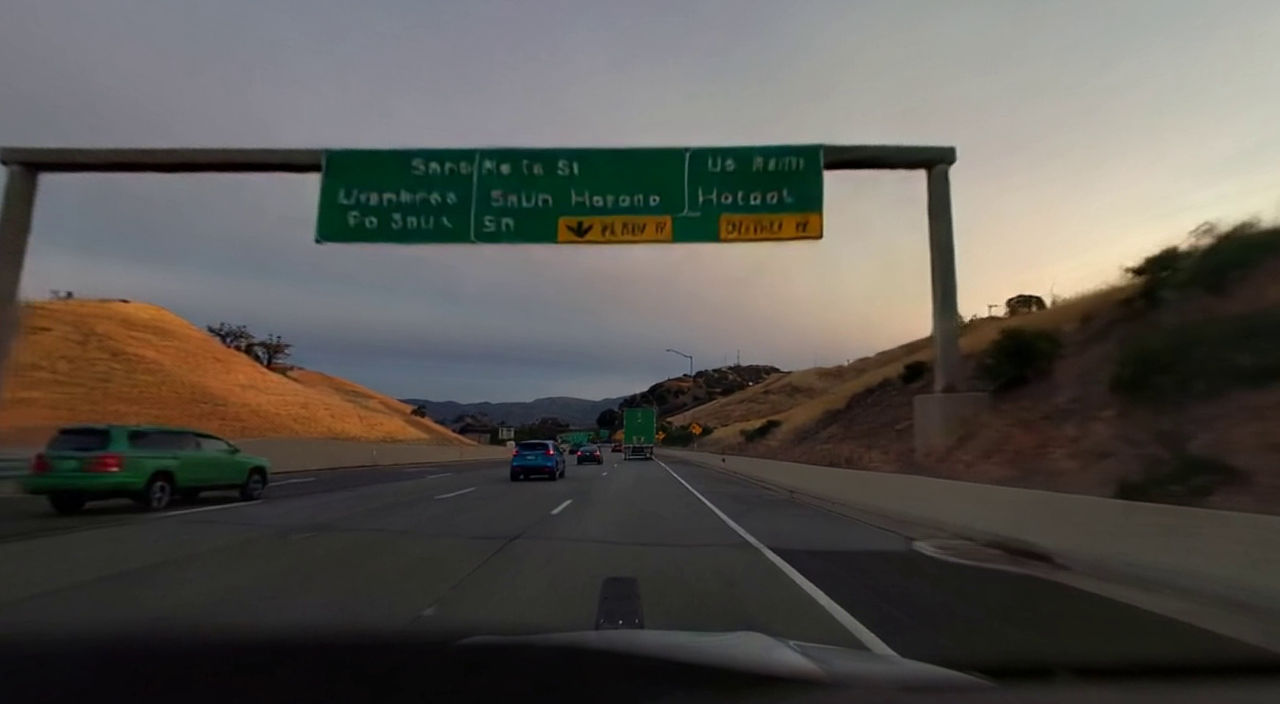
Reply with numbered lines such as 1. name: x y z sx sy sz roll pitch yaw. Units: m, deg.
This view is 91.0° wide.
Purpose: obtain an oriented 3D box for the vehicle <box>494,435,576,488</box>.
1. vehicle: -3.752 4.013 23.451 2.194 1.725 4.698 0 -9 1

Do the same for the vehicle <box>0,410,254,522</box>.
1. vehicle: -10.930 2.344 13.416 2.111 1.906 5.028 0 -9 1
